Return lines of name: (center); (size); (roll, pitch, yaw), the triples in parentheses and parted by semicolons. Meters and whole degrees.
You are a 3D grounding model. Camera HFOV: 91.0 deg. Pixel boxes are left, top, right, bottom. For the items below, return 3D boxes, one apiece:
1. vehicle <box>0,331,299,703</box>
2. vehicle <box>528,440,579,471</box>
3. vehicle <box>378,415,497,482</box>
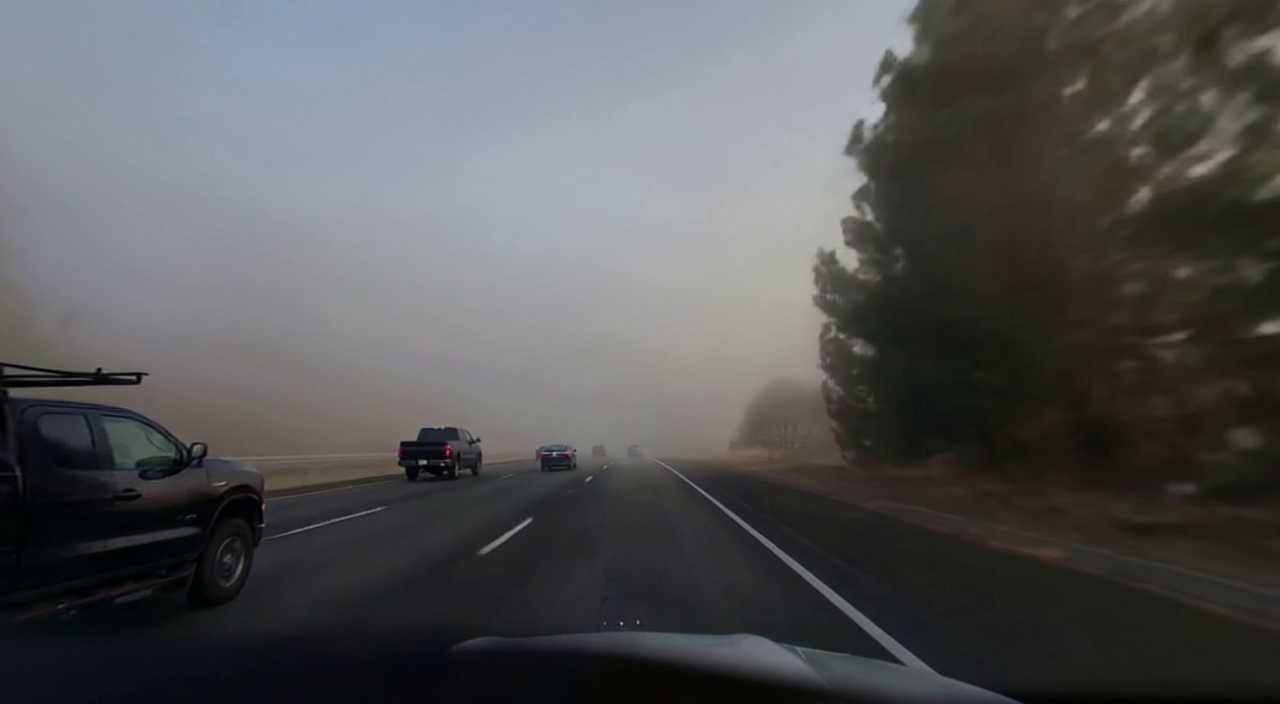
vehicle: (-4.004, 0.792, 2.686); (2.200, 1.807, 5.041); (0, -9, 1)
vehicle: (-4.391, 5.356, 32.696); (2.012, 1.509, 4.359); (0, -9, 1)
vehicle: (-7.563, 3.715, 24.415); (2.594, 2.254, 6.028); (0, -9, 0)
